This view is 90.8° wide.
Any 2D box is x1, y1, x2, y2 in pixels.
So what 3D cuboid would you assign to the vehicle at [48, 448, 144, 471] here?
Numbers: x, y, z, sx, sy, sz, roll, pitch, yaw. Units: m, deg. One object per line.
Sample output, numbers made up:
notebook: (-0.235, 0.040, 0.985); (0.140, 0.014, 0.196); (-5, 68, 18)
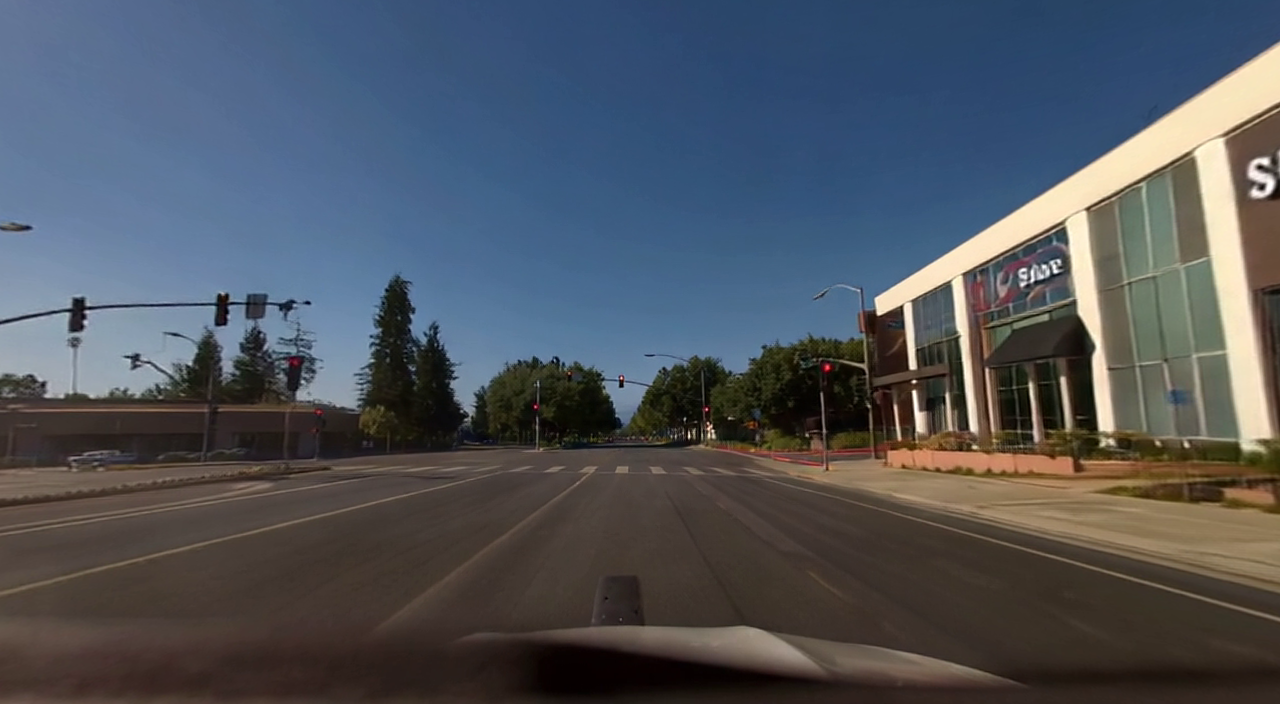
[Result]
vehicle: (-35.395, 6.987, 41.185); (4.500, 1.465, 1.936); (0, -8, 1)
